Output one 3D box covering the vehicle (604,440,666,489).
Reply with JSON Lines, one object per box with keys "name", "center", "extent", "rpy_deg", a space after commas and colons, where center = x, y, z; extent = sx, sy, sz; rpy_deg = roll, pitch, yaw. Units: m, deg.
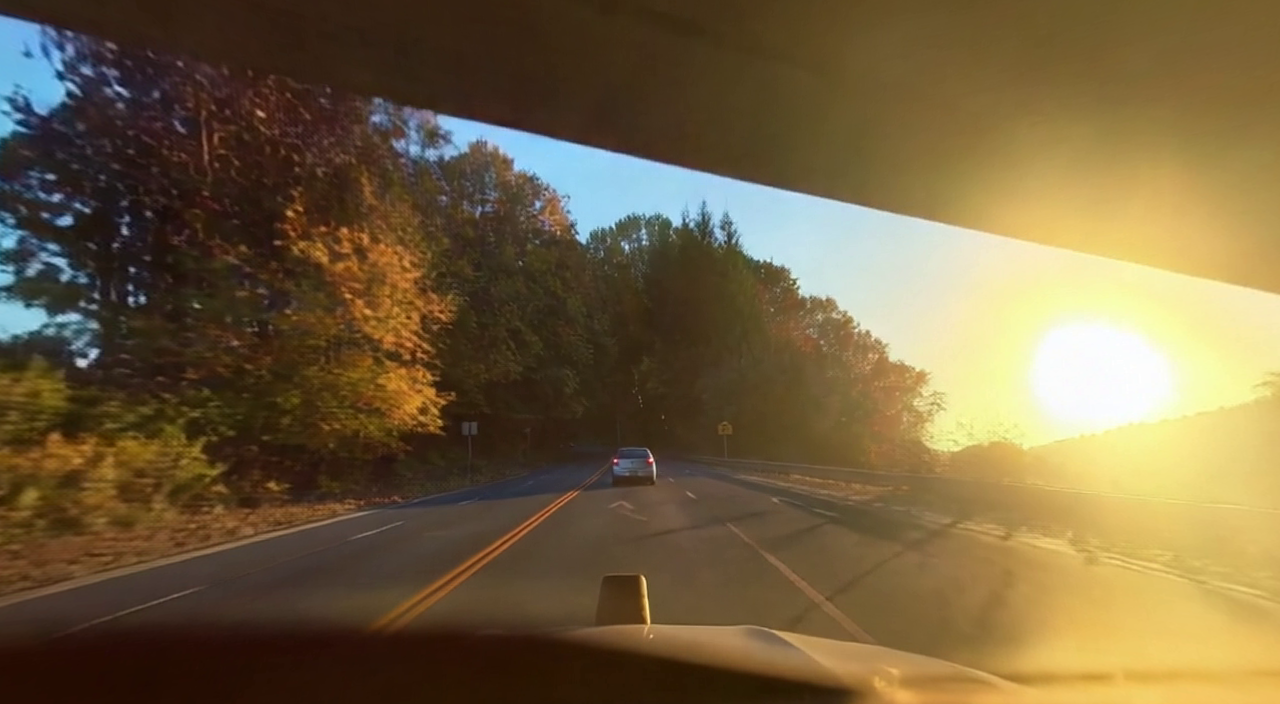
{"name": "vehicle", "center": [-0.188, 3.988, 22.573], "extent": [2.037, 1.601, 3.643], "rpy_deg": [0, -9, -1]}
